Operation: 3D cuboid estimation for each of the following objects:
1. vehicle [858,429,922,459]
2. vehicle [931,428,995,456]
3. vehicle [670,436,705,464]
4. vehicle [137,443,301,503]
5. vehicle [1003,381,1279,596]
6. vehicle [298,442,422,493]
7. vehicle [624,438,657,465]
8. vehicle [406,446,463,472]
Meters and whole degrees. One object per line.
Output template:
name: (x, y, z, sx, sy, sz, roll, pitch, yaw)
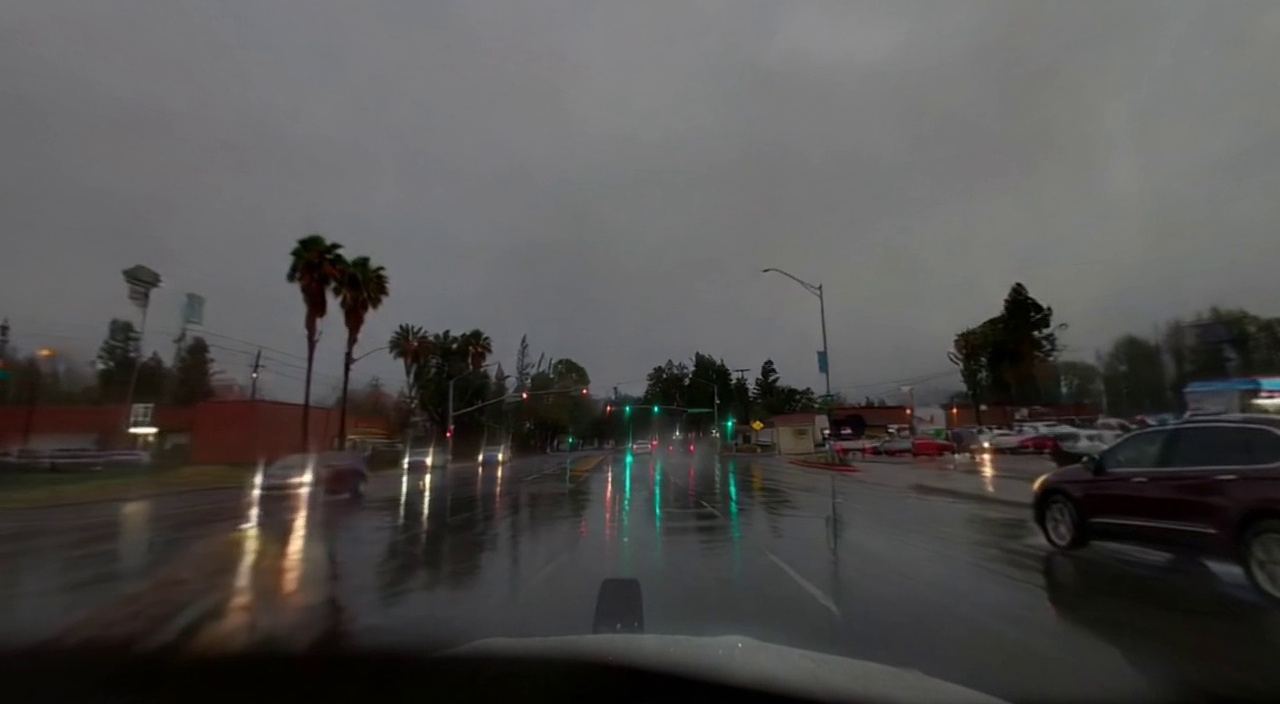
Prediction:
vehicle: (16.257, 6.004, 41.504, 2.144, 1.816, 4.688, -1, -8, -1)
vehicle: (21.313, 5.956, 41.916, 1.932, 1.729, 4.354, -1, -8, 0)
vehicle: (3.453, 7.296, 47.205, 2.190, 1.913, 5.174, 0, -8, 0)
vehicle: (-12.622, 3.613, 19.414, 1.972, 1.590, 4.370, 0, -8, 1)
vehicle: (6.442, 1.369, 6.800, 2.066, 1.807, 4.893, 0, -8, -1)
vehicle: (-9.378, 3.888, 21.750, 2.042, 1.555, 4.748, 0, -8, 1)
vehicle: (0.036, 6.777, 43.161, 2.177, 1.754, 3.815, 0, -8, 1)
vehicle: (-12.839, 6.695, 39.867, 1.974, 1.557, 4.790, 0, -8, 0)
